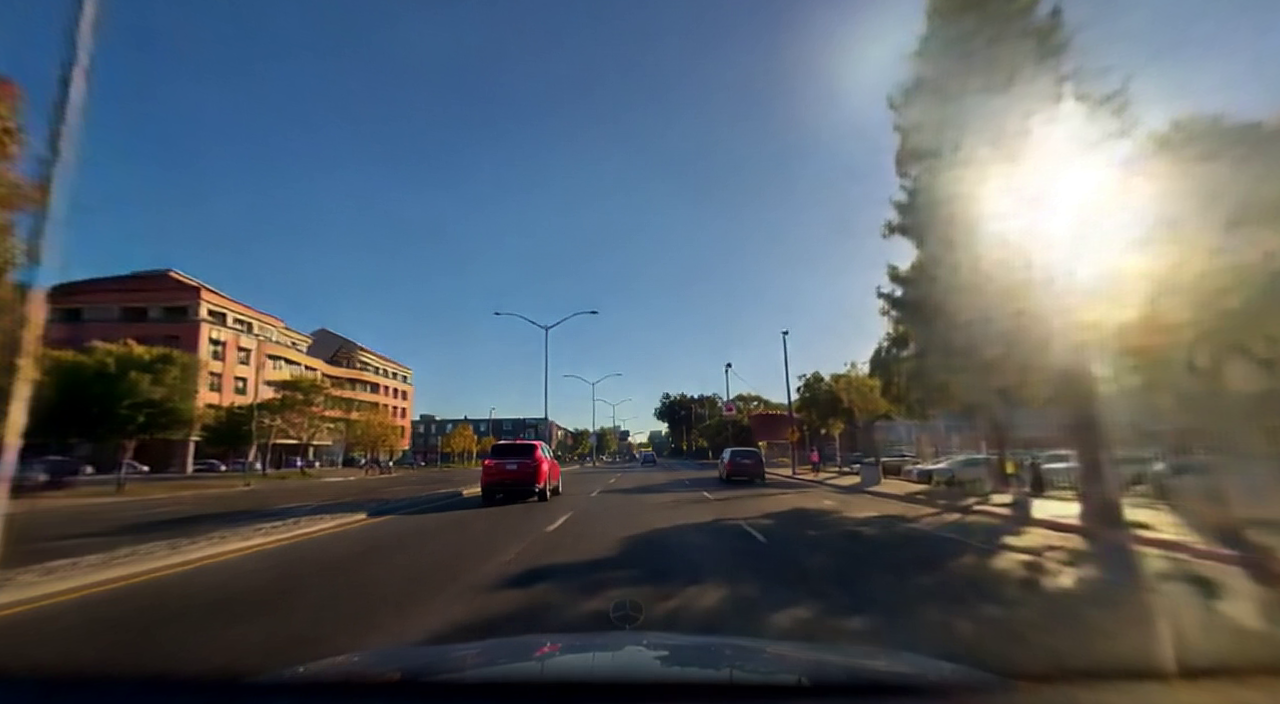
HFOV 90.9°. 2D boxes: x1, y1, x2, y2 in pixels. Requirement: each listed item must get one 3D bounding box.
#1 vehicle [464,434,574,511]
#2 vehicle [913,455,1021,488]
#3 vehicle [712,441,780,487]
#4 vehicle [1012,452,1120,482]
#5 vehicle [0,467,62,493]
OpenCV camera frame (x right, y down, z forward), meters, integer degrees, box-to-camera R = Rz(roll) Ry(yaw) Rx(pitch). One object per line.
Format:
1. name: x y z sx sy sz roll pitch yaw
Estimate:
1. vehicle: -3.121 3.209 17.295 2.047 1.810 4.414 0 -9 1
2. vehicle: 16.797 6.132 32.557 4.479 1.445 1.946 -1 -8 -2
3. vehicle: 4.422 4.732 26.964 2.083 1.779 4.347 0 -9 -1
4. vehicle: 29.371 7.907 43.587 5.672 1.918 2.236 0 -9 4
5. vehicle: -38.878 8.099 40.099 3.857 1.463 1.808 -5 -10 28
